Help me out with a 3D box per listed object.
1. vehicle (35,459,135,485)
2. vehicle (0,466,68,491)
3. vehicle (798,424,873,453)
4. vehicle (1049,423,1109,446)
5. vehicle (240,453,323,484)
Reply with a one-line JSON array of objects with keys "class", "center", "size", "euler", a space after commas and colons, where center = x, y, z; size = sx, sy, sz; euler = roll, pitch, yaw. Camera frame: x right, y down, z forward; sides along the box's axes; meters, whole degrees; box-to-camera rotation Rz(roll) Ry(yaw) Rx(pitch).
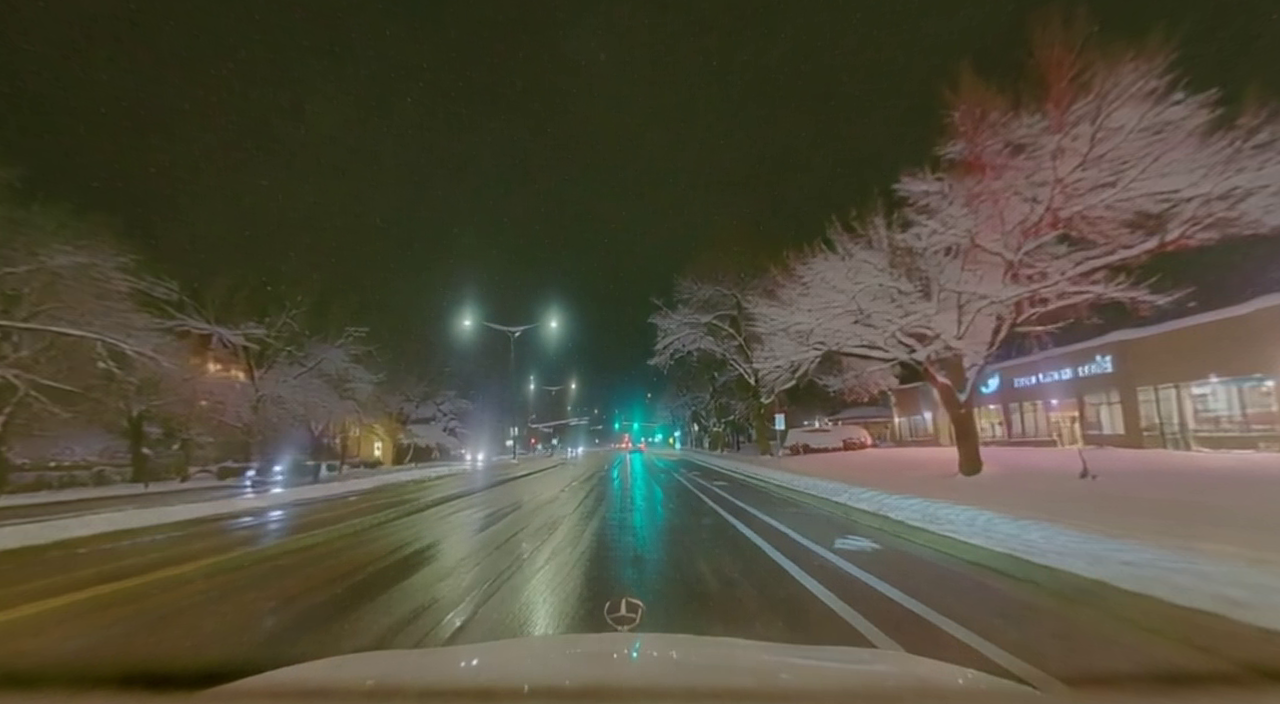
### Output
[{"class": "vehicle", "center": [-37.090, 8.003, 42.293], "size": [4.772, 1.580, 2.040], "euler": [0, -8, 2]}, {"class": "vehicle", "center": [-36.483, 7.512, 37.465], "size": [3.395, 1.354, 1.608], "euler": [0, -8, -4]}, {"class": "vehicle", "center": [13.637, 6.040, 44.197], "size": [4.514, 1.929, 1.991], "euler": [0, -8, -4]}, {"class": "vehicle", "center": [32.956, 6.240, 47.596], "size": [1.780, 1.456, 4.390], "euler": [-6, -10, 8]}, {"class": "vehicle", "center": [-19.118, 6.217, 33.936], "size": [1.825, 1.457, 4.454], "euler": [0, -8, 0]}]
